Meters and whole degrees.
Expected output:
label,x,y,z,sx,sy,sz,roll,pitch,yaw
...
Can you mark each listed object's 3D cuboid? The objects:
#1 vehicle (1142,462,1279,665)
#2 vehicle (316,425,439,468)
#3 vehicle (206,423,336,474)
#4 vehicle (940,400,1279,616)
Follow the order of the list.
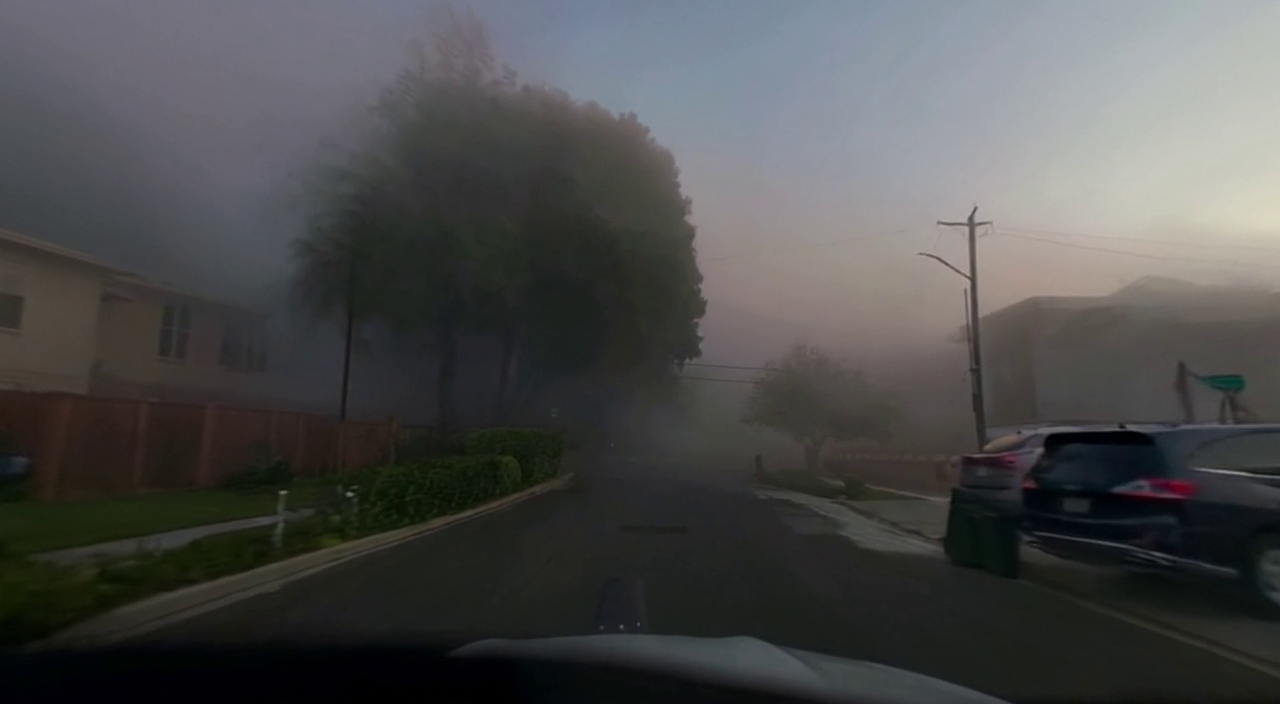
label,x,y,z,sx,sy,sz,roll,pitch,yaw
vehicle,6.784,1.625,5.059,4.319,1.422,1.974,2,-9,-14
vehicle,-13.102,4.745,31.763,5.127,1.796,2.045,3,-8,1
vehicle,-13.950,3.644,24.217,1.869,1.646,4.357,3,-7,8
vehicle,6.640,1.678,7.506,5.320,1.978,2.026,2,-9,-13
